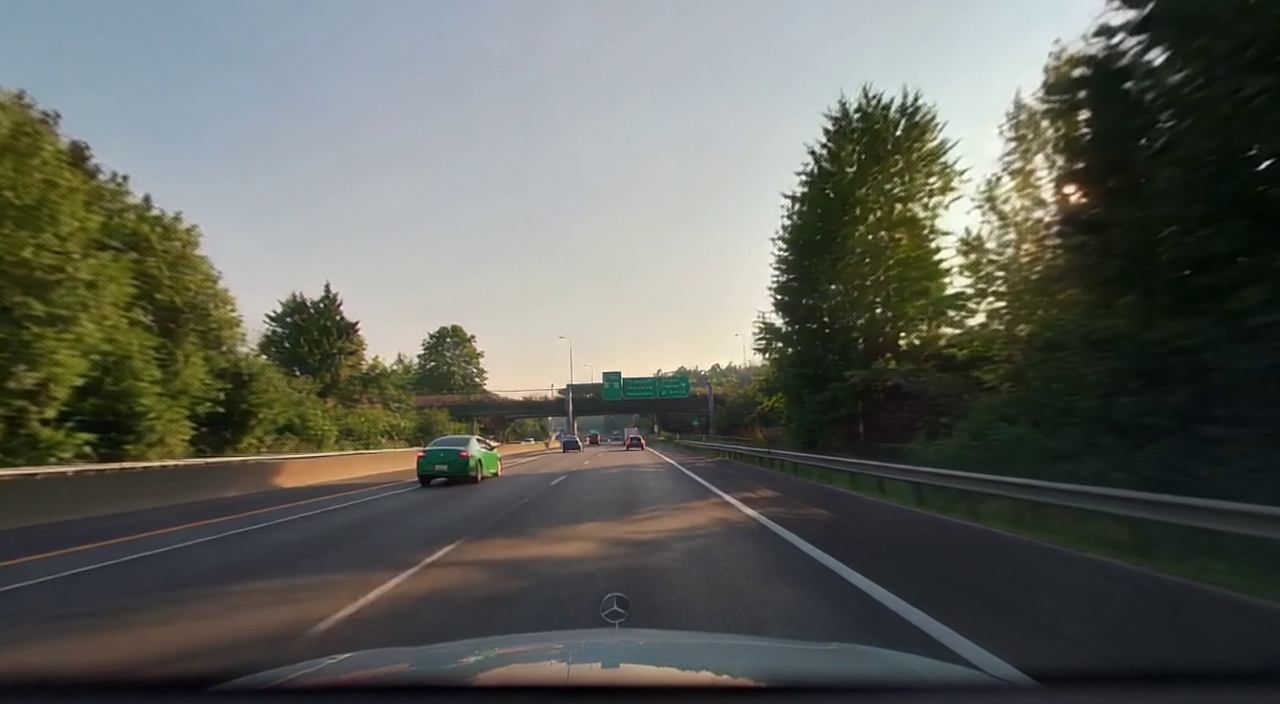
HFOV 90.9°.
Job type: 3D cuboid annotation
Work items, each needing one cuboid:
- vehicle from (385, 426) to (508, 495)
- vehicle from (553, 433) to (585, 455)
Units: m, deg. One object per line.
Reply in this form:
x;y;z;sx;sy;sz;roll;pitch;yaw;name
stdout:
-4.673;2.657;15.809;1.959;1.514;3.668;0;-8;-1;vehicle
-5.190;6.764;46.364;1.972;1.537;4.173;0;-8;-1;vehicle
